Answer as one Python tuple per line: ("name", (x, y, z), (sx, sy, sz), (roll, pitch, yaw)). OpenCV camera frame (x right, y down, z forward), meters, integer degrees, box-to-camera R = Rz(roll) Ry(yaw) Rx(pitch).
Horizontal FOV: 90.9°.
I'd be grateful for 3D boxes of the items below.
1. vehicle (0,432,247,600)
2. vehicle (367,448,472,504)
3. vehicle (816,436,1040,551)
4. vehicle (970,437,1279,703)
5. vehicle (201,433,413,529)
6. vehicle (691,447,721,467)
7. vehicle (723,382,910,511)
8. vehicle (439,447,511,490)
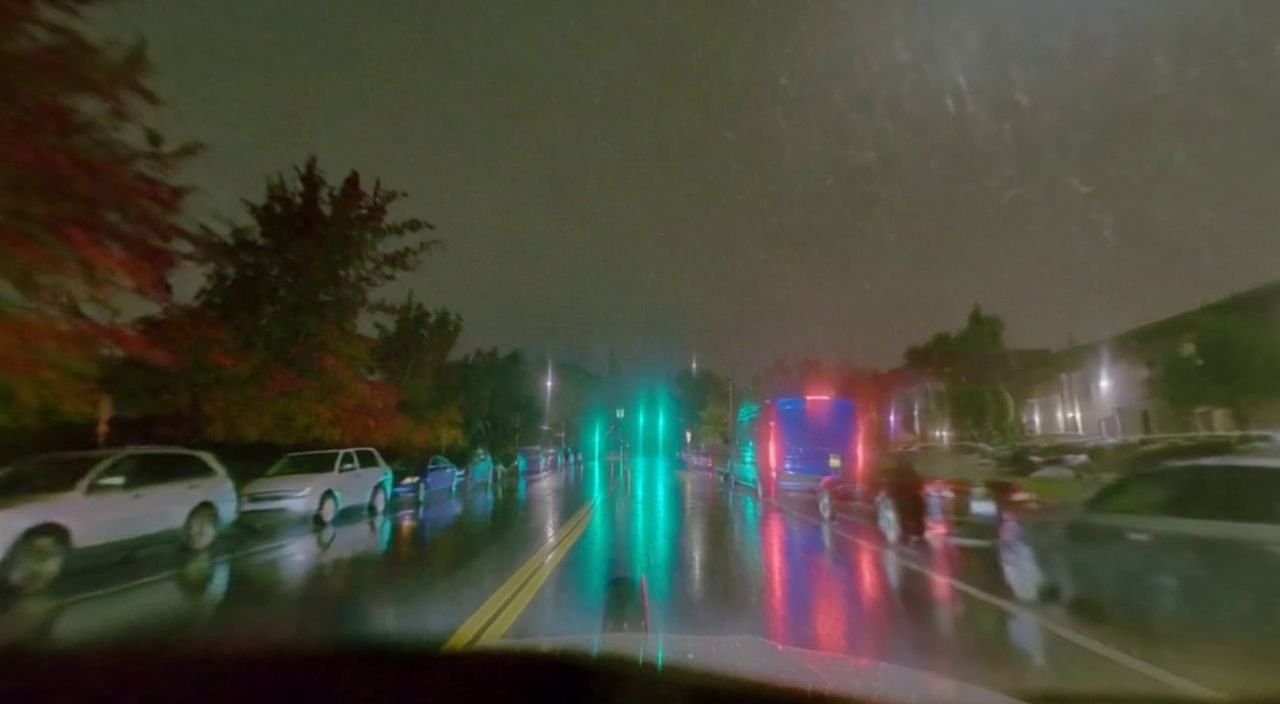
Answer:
("vehicle", (-7.111, 1.829, 7.737), (1.874, 1.607, 4.174), (-1, -8, 0))
("vehicle", (-6.904, 3.885, 20.251), (1.718, 1.435, 4.370), (-3, -8, 2))
("vehicle", (4.426, 2.192, 10.536), (1.764, 1.494, 4.248), (0, -8, 1))
("vehicle", (4.352, 1.281, 4.066), (1.762, 1.444, 4.906), (0, -8, 0))
("vehicle", (-7.049, 2.741, 14.138), (1.984, 1.745, 4.866), (-1, -8, 2))
("vehicle", (4.978, 7.929, 47.871), (1.849, 1.415, 4.181), (0, -8, 1))
("vehicle", (4.441, 2.627, 17.732), (3.089, 2.882, 6.770), (0, -9, -1))
("vehicle", (-6.695, 4.739, 25.976), (1.832, 1.439, 4.337), (-2, -7, -1))
